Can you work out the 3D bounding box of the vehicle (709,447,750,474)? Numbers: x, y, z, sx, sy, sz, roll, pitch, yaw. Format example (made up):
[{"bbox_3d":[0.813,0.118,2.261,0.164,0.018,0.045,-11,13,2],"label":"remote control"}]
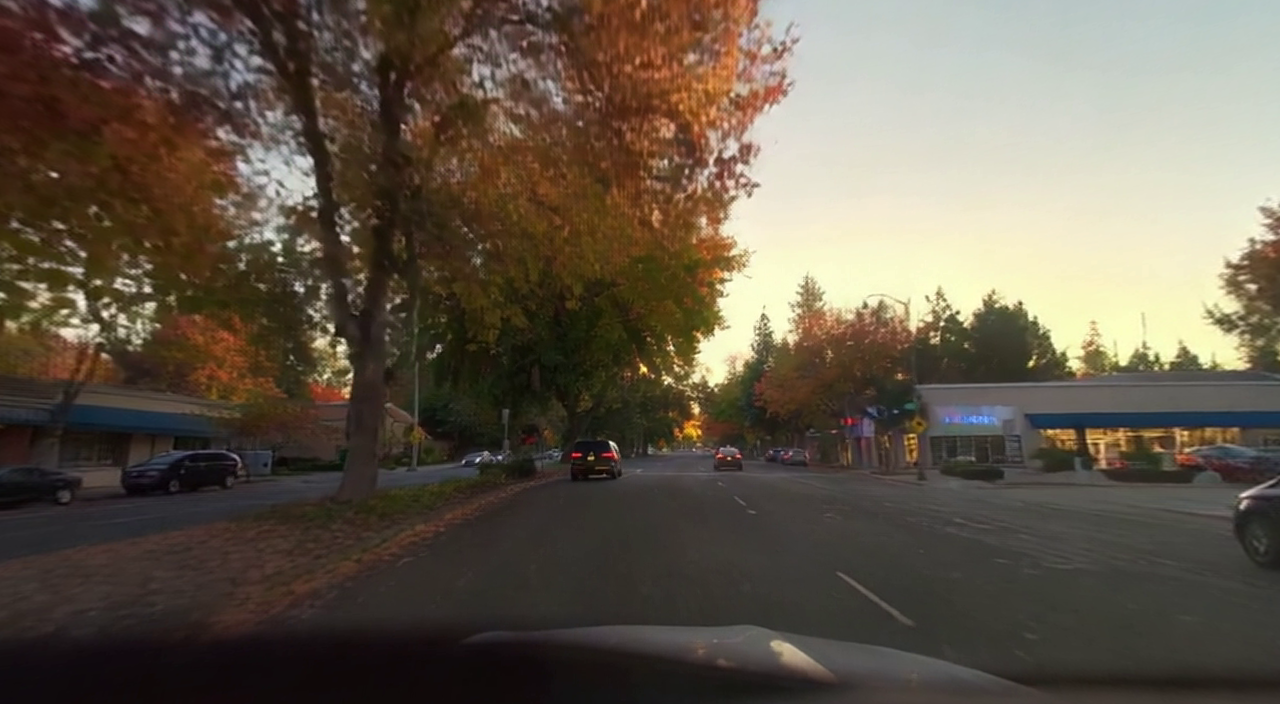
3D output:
[{"bbox_3d":[5.224,6.385,37.450,1.886,1.464,4.290,0,-8,1],"label":"vehicle"}]

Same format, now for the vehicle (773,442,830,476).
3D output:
[{"bbox_3d":[8.810,5.877,34.856,2.040,1.738,4.414,0,-8,1],"label":"vehicle"}]

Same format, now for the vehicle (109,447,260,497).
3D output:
[{"bbox_3d":[-18.320,4.813,25.795,1.914,1.785,5.408,-1,-8,3],"label":"vehicle"}]

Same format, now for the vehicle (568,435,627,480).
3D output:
[{"bbox_3d":[-1.856,4.823,29.156,2.344,1.863,4.665,0,-8,0],"label":"vehicle"}]
